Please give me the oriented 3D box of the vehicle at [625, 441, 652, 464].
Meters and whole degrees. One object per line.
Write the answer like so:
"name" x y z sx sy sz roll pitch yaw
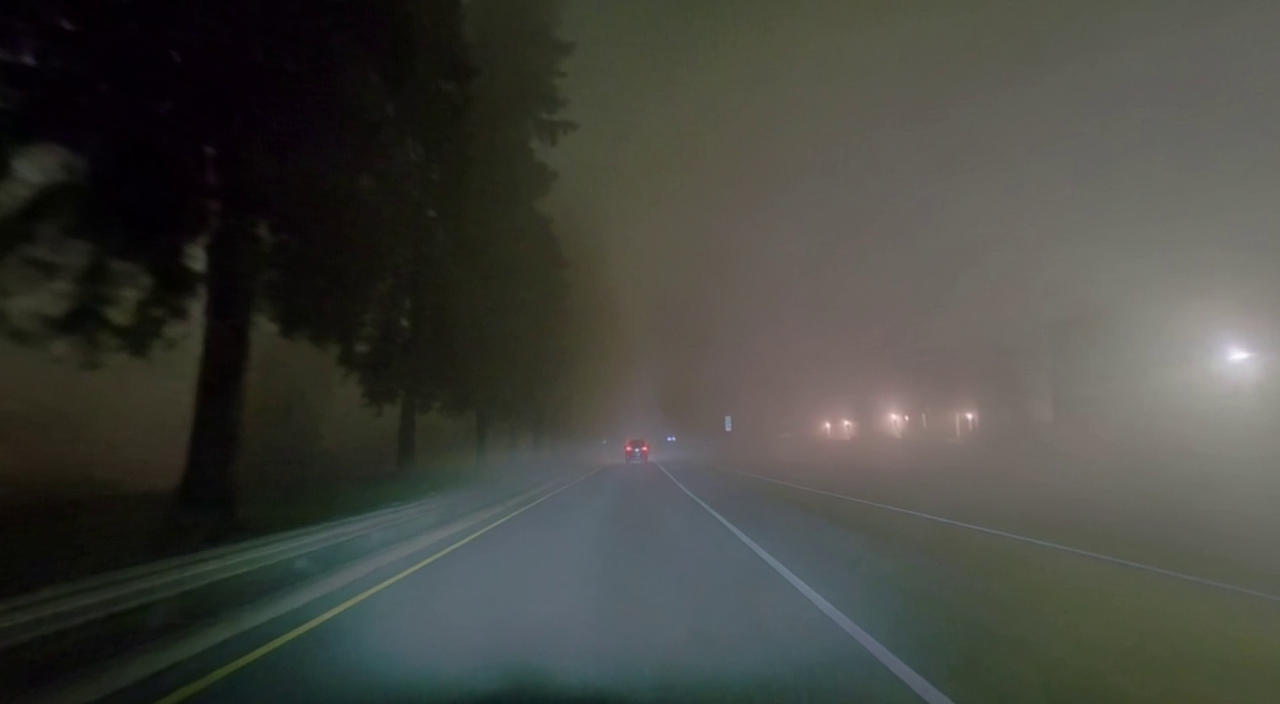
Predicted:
"vehicle" -0.122 7.735 48.702 2.016 1.665 3.932 0 -9 -1
